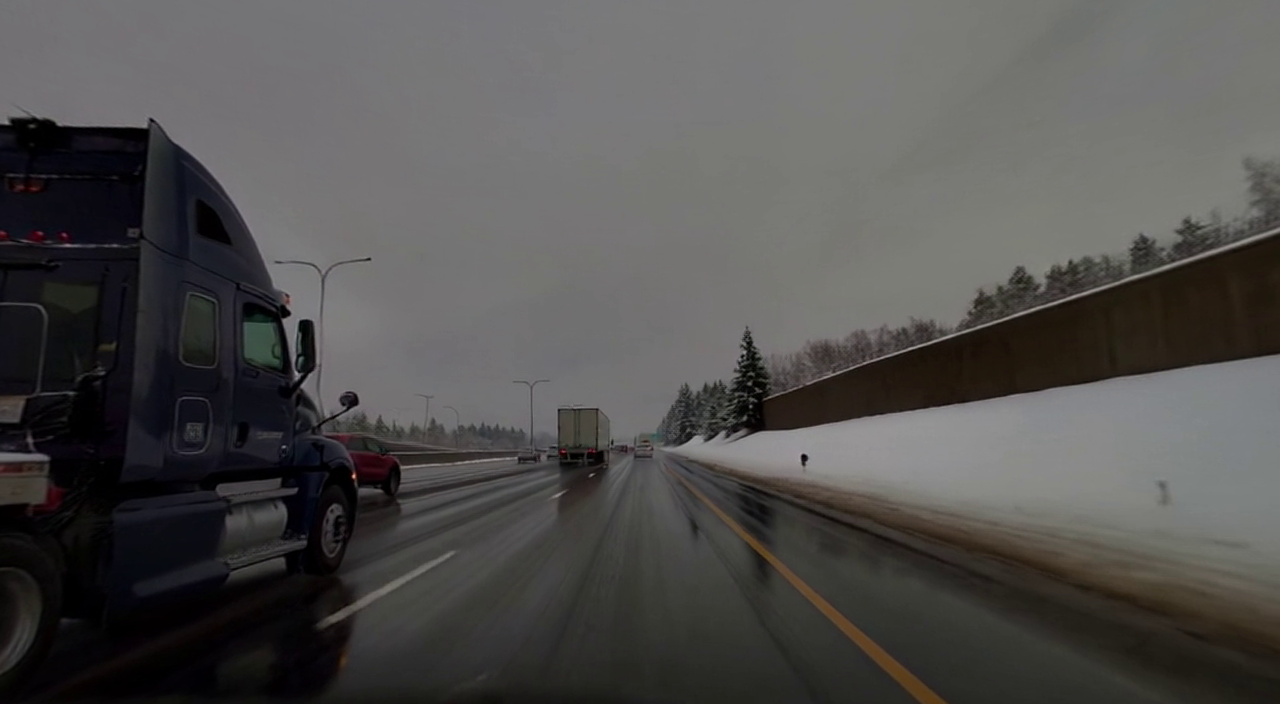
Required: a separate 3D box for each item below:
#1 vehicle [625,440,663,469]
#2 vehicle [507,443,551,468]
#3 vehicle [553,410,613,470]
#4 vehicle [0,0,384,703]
[{"bbox_3d":[0.255,6.055,37.394,2.178,1.640,4.071,0,-9,1],"label":"vehicle"},{"bbox_3d":[-7.047,6.609,40.281,1.962,1.489,4.002,-1,-9,2],"label":"vehicle"},{"bbox_3d":[-3.392,5.614,39.926,2.956,3.331,9.575,0,-8,0],"label":"vehicle"},{"bbox_3d":[-3.653,-0.094,0.241,3.025,3.266,9.256,0,-9,1],"label":"vehicle"}]
